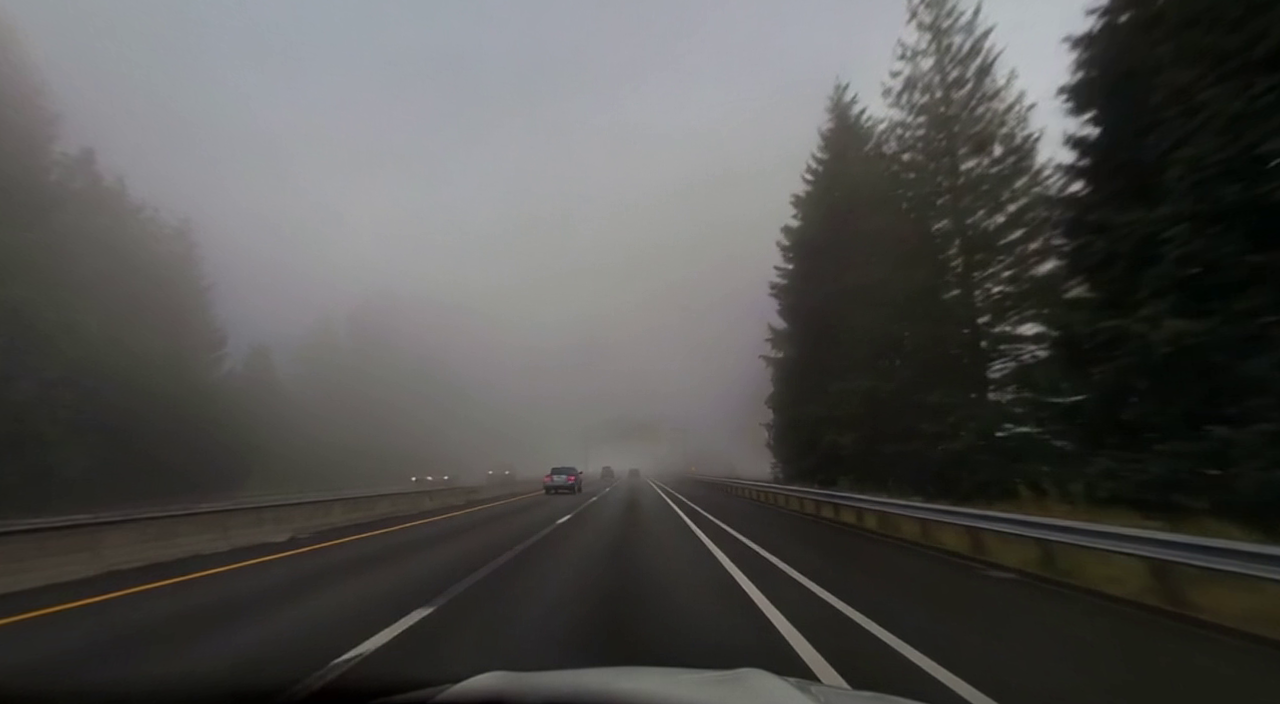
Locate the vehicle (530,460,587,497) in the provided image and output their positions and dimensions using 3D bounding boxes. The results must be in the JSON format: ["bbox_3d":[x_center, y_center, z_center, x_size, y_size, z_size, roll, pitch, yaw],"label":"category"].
[{"bbox_3d":[-4.043,6.436,32.169,2.239,1.687,4.598,1,-10,1],"label":"vehicle"}]
